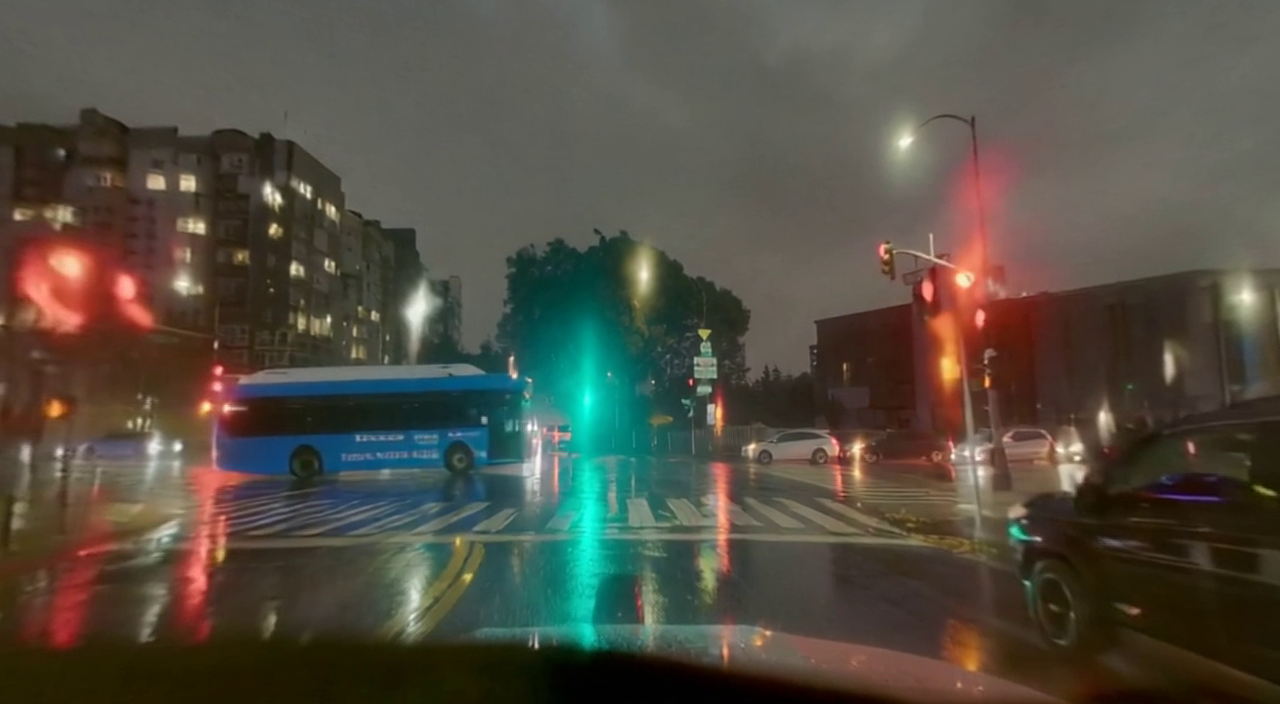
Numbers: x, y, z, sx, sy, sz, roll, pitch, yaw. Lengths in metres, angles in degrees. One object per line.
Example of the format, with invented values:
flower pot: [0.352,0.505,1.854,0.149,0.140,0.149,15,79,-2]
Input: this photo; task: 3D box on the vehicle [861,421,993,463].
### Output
vehicle: [14.055,4.464,31.203,5.450,1.844,2.011,-2,-9,2]

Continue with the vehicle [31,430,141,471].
vehicle: [-28.246,4.992,32.246,4.145,1.585,1.727,-5,-3,2]

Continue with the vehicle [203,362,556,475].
vehicle: [-8.413,2.307,21.448,10.621,3.479,3.025,-1,-8,2]

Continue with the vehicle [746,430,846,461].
vehicle: [7.670,4.642,31.377,4.451,1.422,1.744,0,-8,0]

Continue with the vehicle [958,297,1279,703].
vehicle: [3.530,0.774,2.582,2.052,1.929,4.747,-1,-8,2]
